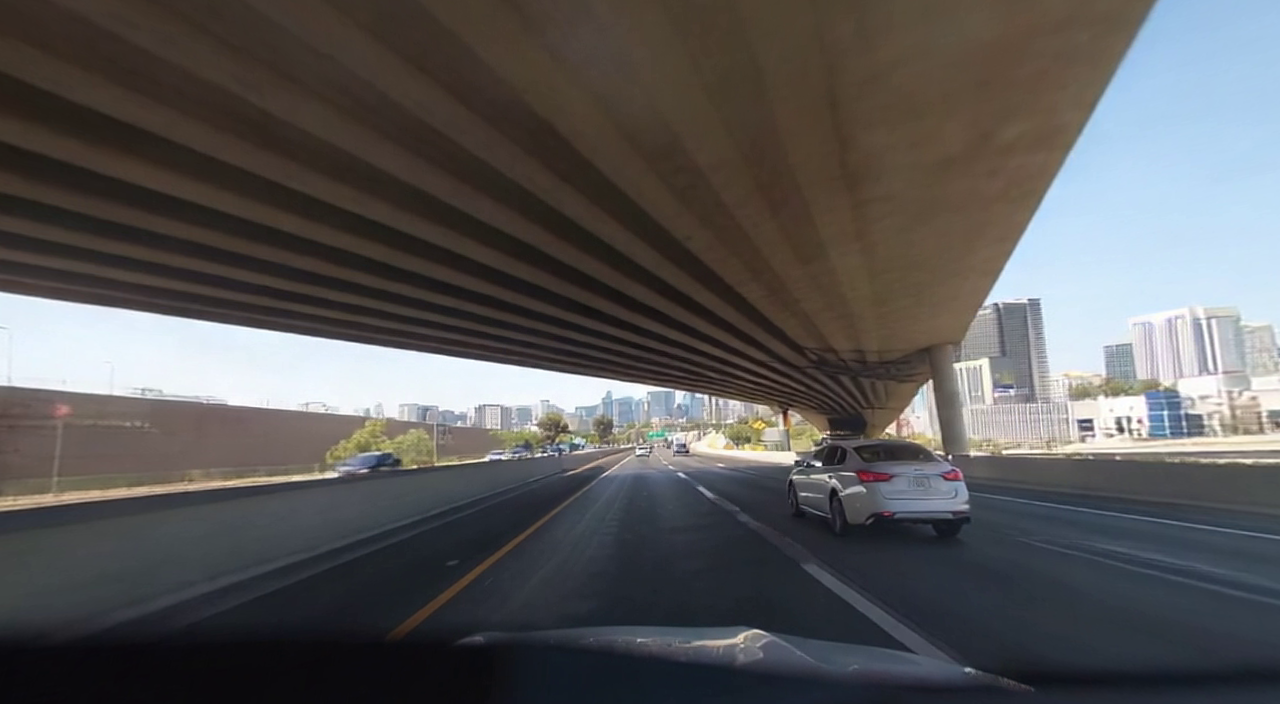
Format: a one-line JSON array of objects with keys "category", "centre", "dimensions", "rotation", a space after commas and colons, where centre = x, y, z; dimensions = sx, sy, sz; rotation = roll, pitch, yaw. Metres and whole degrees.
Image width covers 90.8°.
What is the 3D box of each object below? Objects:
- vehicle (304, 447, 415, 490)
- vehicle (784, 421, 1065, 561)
[{"category": "vehicle", "centre": [-11.074, 4.611, 25.430], "dimensions": [2.137, 1.543, 5.021], "rotation": [0, -8, 1]}, {"category": "vehicle", "centre": [3.677, 1.880, 9.337], "dimensions": [1.982, 1.533, 4.612], "rotation": [0, -8, 0]}]
